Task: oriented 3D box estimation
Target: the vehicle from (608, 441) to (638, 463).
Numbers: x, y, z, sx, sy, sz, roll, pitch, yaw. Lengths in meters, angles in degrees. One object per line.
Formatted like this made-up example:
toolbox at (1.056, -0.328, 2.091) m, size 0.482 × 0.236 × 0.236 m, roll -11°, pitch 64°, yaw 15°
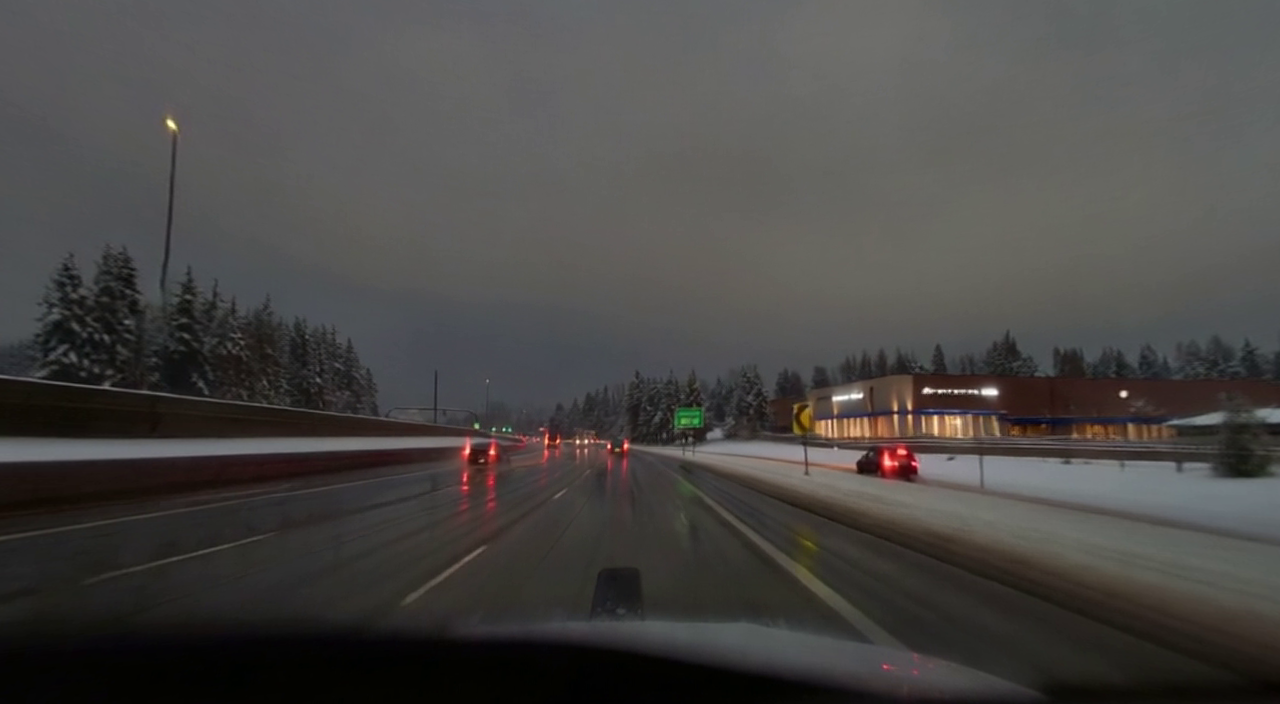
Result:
vehicle at (-1.227, 7.066, 44.778) m, size 2.038 × 1.414 × 4.357 m, roll 0°, pitch -9°, yaw -3°

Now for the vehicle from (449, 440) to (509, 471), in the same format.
vehicle at (-8.271, 5.345, 32.775) m, size 2.009 × 1.454 × 4.250 m, roll 0°, pitch -9°, yaw 0°

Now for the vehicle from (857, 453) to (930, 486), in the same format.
vehicle at (14.930, 6.935, 37.520) m, size 2.023 × 1.782 × 4.193 m, roll 1°, pitch -9°, yaw -11°
